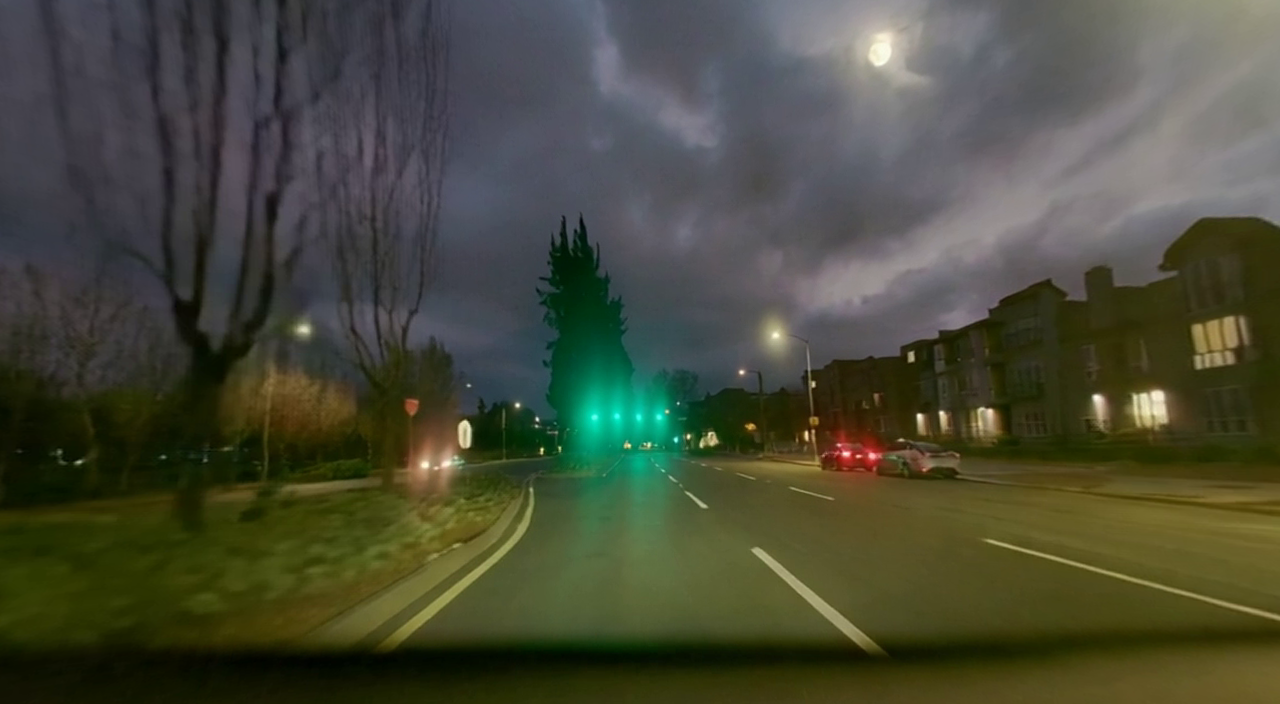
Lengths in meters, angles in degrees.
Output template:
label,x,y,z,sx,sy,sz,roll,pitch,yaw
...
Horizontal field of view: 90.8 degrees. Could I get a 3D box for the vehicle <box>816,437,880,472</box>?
label,x,y,z,sx,sy,sz,roll,pitch,yaw
vehicle,10.471,5.186,32.050,1.889,1.631,4.021,0,-9,0

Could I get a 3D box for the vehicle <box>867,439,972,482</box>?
label,x,y,z,sx,sy,sz,roll,pitch,yaw
vehicle,10.369,4.041,23.877,1.956,1.462,4.306,0,-8,-1
